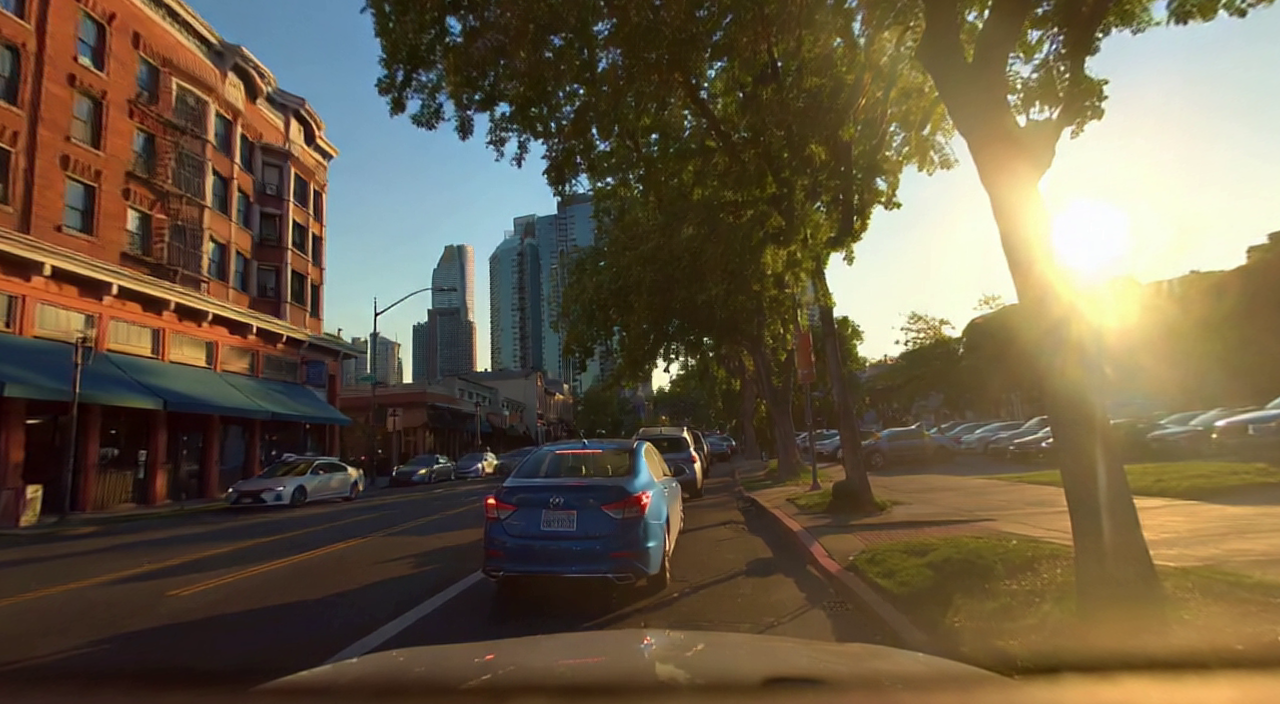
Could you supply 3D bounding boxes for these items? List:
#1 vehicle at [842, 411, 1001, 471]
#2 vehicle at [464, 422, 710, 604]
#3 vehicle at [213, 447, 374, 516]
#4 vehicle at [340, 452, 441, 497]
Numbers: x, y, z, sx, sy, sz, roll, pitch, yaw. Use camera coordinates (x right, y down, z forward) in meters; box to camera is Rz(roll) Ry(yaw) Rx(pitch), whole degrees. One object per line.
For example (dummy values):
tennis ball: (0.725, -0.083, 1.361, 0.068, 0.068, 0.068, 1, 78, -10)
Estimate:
vehicle: (9.013, 2.828, 20.223, 4.558, 1.528, 1.915, -1, -8, -23)
vehicle: (-0.265, 1.631, 7.306, 1.939, 1.478, 3.922, -2, -8, 9)
vehicle: (-11.006, 4.069, 20.592, 2.081, 1.718, 5.342, -6, -9, 3)
vehicle: (-10.257, 5.033, 26.283, 1.826, 1.432, 4.556, -7, -9, 8)
